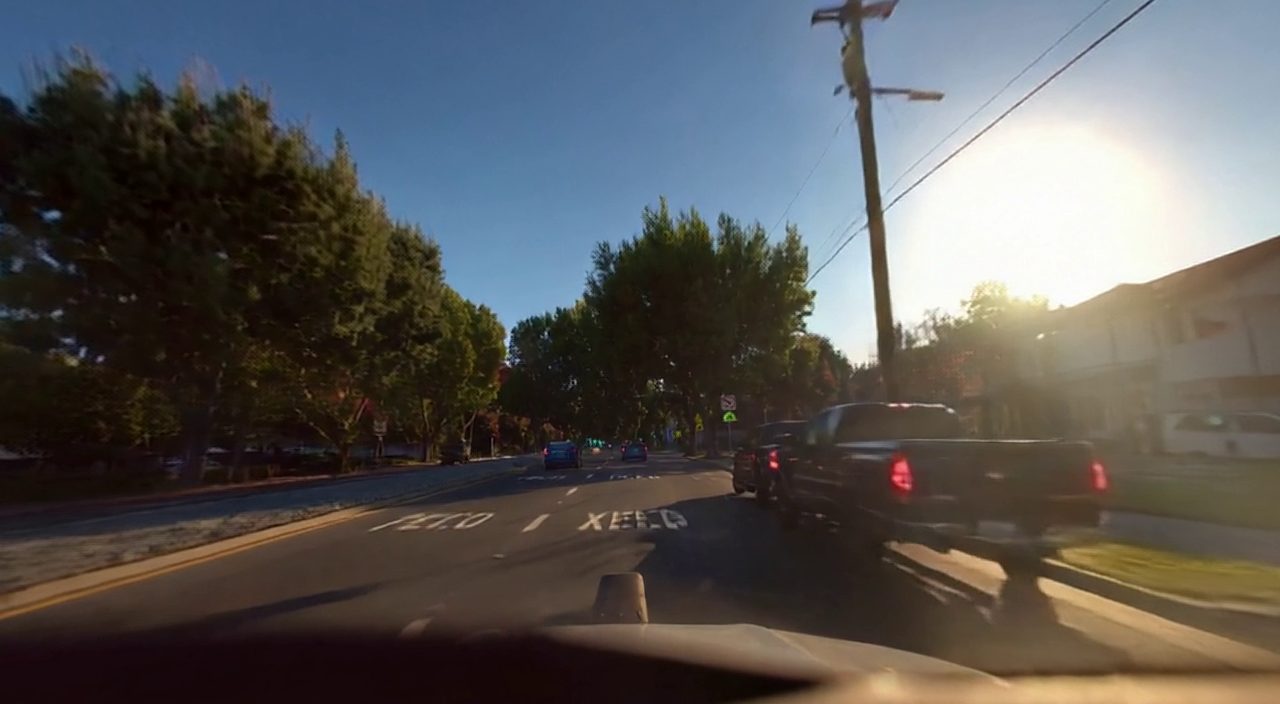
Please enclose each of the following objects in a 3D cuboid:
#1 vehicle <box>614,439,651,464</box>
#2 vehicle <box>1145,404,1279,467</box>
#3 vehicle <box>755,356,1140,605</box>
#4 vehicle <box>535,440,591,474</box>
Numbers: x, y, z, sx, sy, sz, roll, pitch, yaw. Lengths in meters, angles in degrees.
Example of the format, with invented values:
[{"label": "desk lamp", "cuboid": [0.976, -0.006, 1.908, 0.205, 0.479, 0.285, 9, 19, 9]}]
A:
[{"label": "vehicle", "cuboid": [-0.488, 6.275, 39.809, 2.187, 1.478, 4.138, 0, -8, -1]}, {"label": "vehicle", "cuboid": [15.789, 2.079, 15.587, 1.881, 1.477, 4.617, 4, -9, -27]}, {"label": "vehicle", "cuboid": [3.006, 1.438, 7.977, 2.072, 2.017, 5.590, 0, -8, 0]}, {"label": "vehicle", "cuboid": [-3.487, 4.855, 29.457, 2.083, 1.460, 4.527, 0, -8, 0]}]
